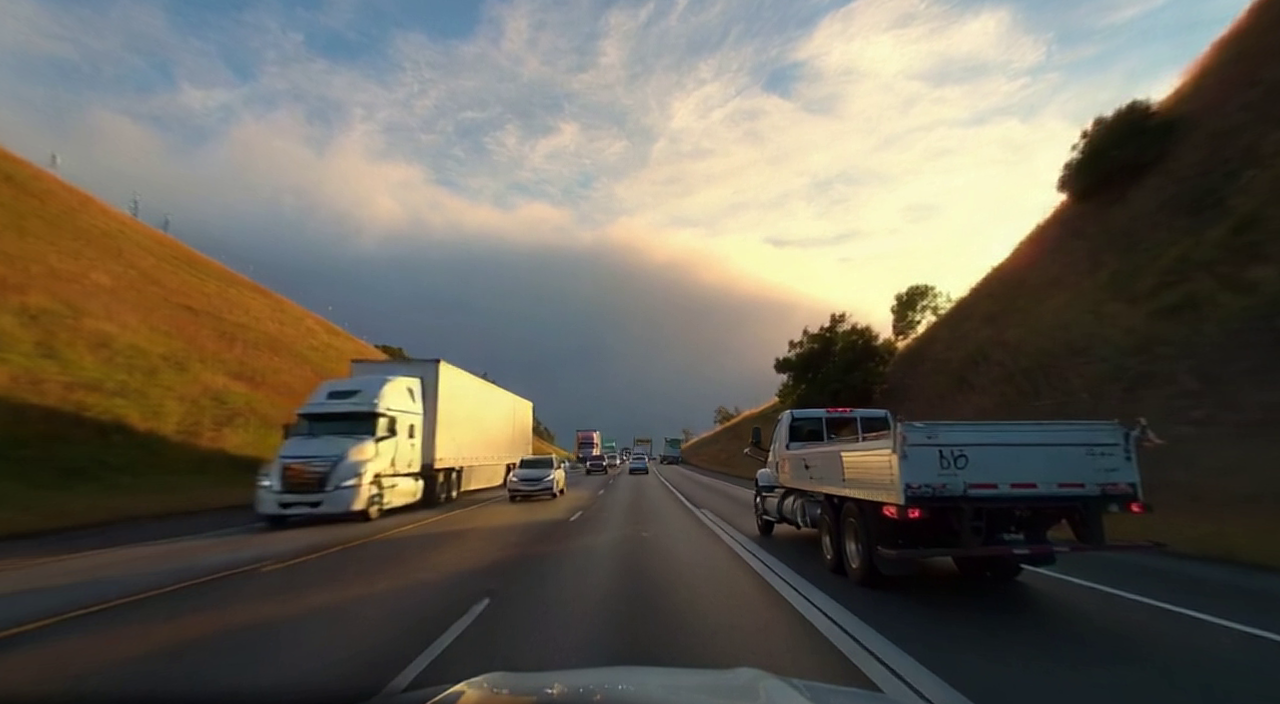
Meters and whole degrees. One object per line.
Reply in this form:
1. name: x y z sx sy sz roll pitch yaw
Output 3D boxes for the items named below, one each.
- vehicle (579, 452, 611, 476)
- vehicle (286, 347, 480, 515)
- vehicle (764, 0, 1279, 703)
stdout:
1. vehicle: -3.353 8.400 47.388 2.008 1.671 4.126 0 -9 1
2. vehicle: -6.815 2.301 17.953 2.910 3.989 5.837 0 -9 0
3. vehicle: 3.248 -0.238 2.311 2.845 4.071 14.008 0 -9 0
